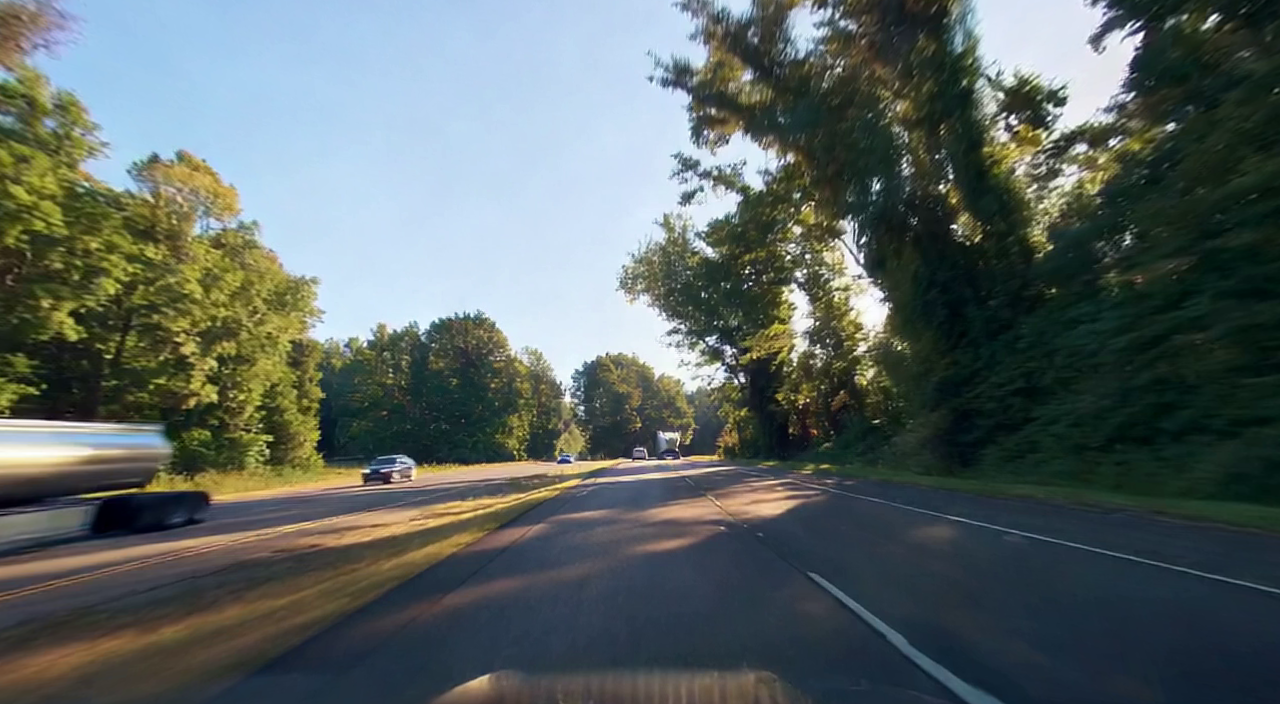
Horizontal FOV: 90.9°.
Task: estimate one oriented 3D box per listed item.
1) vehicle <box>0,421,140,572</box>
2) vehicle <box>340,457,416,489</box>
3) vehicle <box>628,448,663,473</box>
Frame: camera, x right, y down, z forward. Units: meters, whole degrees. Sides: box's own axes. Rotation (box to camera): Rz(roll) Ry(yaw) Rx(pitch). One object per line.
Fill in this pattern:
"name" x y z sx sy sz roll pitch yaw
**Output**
"vehicle" -8.738 1.651 7.031 2.123 1.784 5.057 0 -9 0
"vehicle" -13.325 6.143 32.377 1.959 1.471 4.543 0 -9 0
"vehicle" 0.295 6.248 36.498 1.926 1.386 3.615 0 -9 -1
